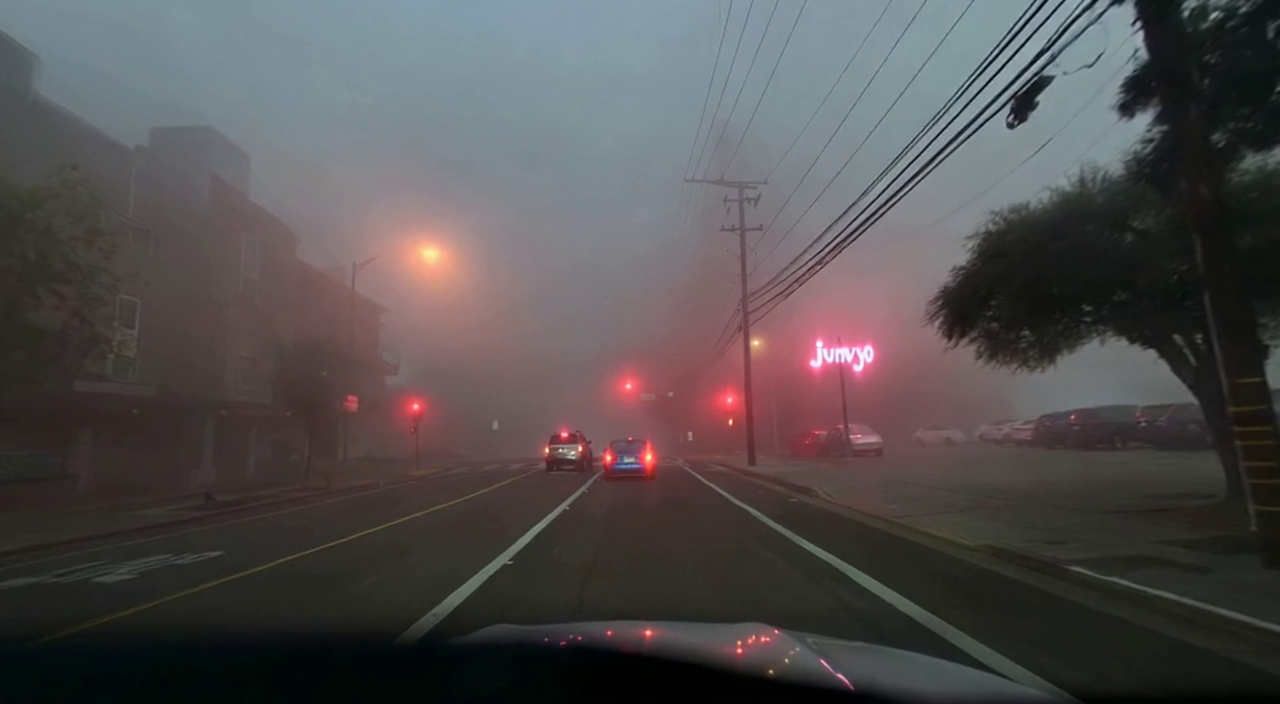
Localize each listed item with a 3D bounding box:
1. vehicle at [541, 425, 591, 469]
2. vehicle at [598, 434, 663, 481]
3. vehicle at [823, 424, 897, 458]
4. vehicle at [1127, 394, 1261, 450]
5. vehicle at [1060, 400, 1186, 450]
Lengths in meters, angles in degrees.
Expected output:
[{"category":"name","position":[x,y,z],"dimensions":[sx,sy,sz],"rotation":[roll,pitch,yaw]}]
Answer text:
[{"category":"vehicle","position":[-3.465,4.429,29.430],"dimensions":[2.106,1.852,4.512],"rotation":[1,-8,-7]},{"category":"vehicle","position":[-0.394,3.651,22.134],"dimensions":[2.070,1.481,4.216],"rotation":[0,-8,-3]},{"category":"vehicle","position":[10.139,4.162,29.458],"dimensions":[1.888,1.455,4.268],"rotation":[0,-8,0]},{"category":"vehicle","position":[18.760,2.425,21.365],"dimensions":[3.791,1.720,1.992],"rotation":[4,-9,-27]},{"category":"vehicle","position":[18.331,2.815,23.942],"dimensions":[4.206,1.722,2.100],"rotation":[4,-9,-28]}]
